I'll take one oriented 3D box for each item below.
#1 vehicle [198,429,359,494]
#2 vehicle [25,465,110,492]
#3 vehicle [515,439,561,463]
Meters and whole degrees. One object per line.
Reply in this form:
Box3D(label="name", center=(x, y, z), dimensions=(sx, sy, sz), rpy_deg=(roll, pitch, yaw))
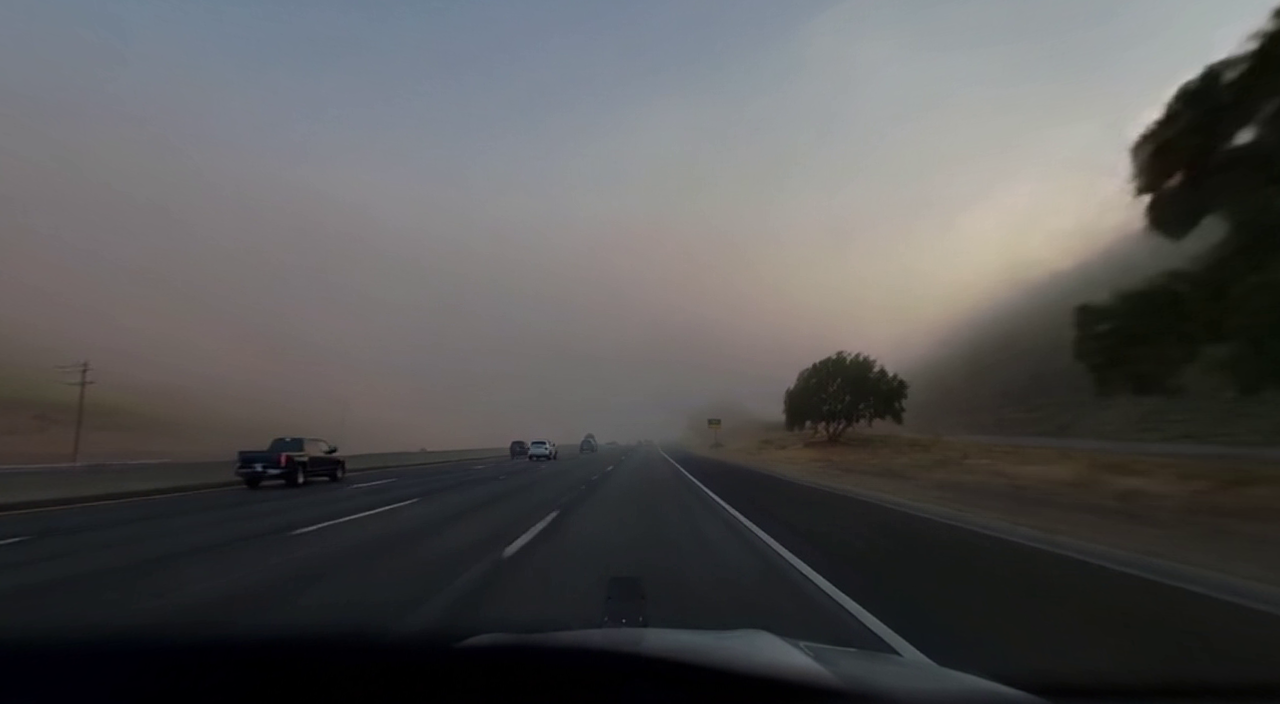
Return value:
Box3D(label="vehicle", center=(-10.640, 3.240, 19.048), dimensions=(2.122, 1.695, 4.437), rpy_deg=(0, -8, 1))
Box3D(label="vehicle", center=(-36.424, 8.031, 40.264), dimensions=(1.735, 1.454, 3.873), rpy_deg=(0, -8, 1))
Box3D(label="vehicle", center=(-6.584, 6.427, 41.164), dimensions=(2.107, 1.484, 4.449), rpy_deg=(0, -8, 2))
